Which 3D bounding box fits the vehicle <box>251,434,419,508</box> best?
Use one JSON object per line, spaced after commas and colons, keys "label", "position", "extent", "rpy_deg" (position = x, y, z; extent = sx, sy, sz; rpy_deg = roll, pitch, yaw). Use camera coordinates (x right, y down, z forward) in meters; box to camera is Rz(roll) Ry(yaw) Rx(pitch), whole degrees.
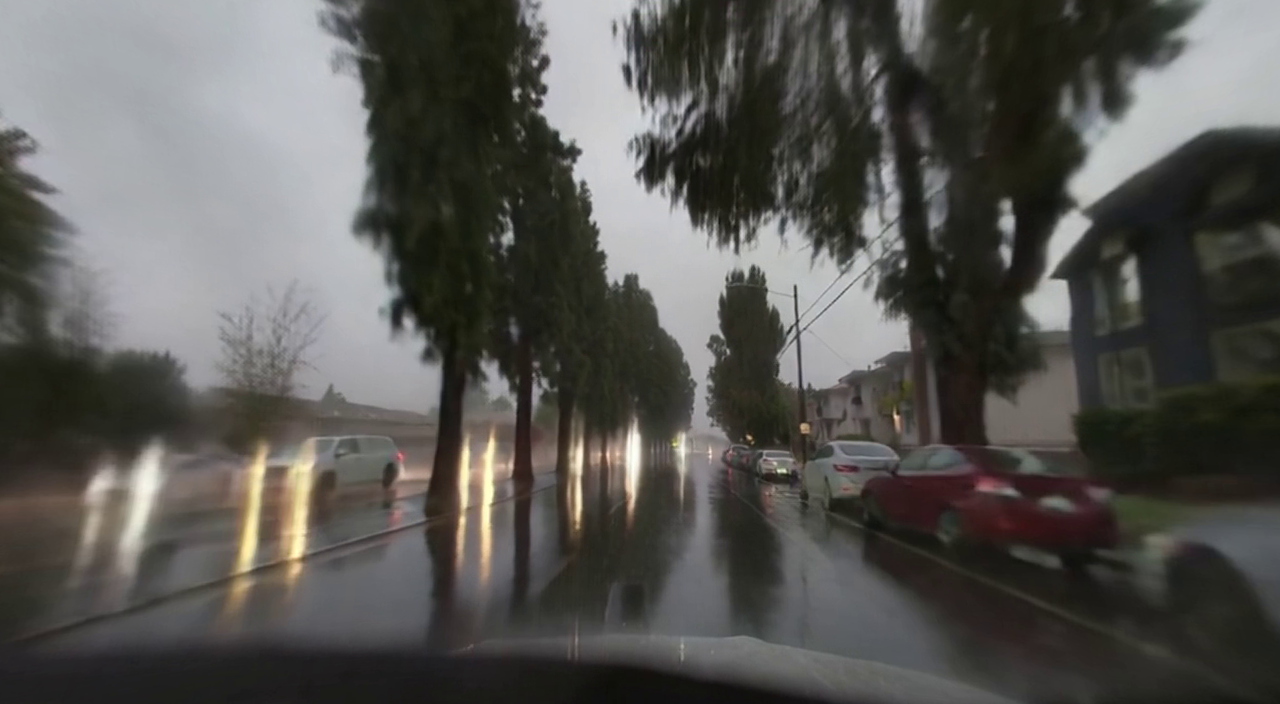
{"label": "vehicle", "position": [-7.992, 3.127, 17.230], "extent": [2.331, 1.696, 4.861], "rpy_deg": [0, -8, -3]}

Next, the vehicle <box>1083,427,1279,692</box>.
{"label": "vehicle", "position": [4.579, 1.043, 2.747], "extent": [2.046, 1.473, 4.623], "rpy_deg": [-1, -8, 2]}

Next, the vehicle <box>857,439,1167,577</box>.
{"label": "vehicle", "position": [4.862, 2.044, 9.334], "extent": [1.853, 1.457, 4.967], "rpy_deg": [-1, -8, 4]}

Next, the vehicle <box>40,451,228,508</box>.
{"label": "vehicle", "position": [-15.368, 3.847, 19.556], "extent": [1.909, 1.483, 4.498], "rpy_deg": [-1, -8, 4]}

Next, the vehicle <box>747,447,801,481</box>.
{"label": "vehicle", "position": [6.096, 5.105, 29.186], "extent": [1.833, 1.399, 4.727], "rpy_deg": [-1, -8, 4]}

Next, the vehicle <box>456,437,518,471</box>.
{"label": "vehicle", "position": [-10.511, 7.026, 43.814], "extent": [2.469, 2.157, 5.373], "rpy_deg": [-1, -8, 5]}
